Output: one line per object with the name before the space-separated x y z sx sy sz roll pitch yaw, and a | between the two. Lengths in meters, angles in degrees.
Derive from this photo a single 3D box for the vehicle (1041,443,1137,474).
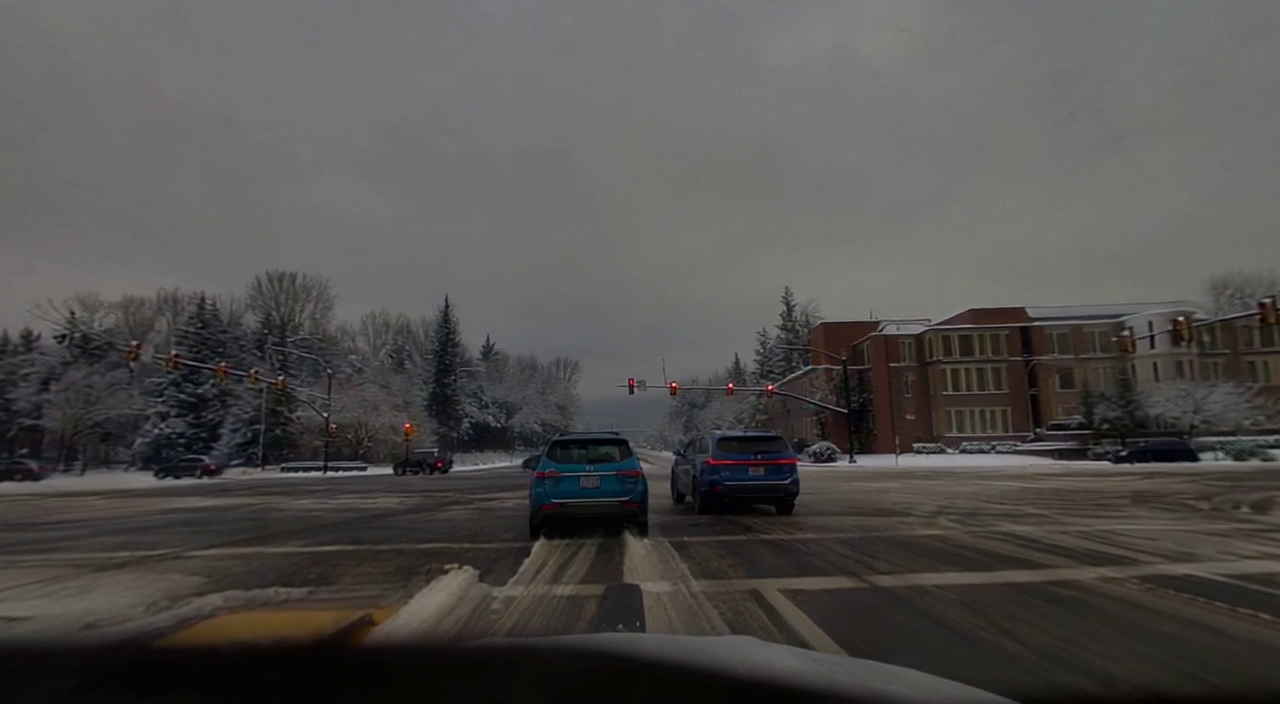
vehicle | 27.347 6.496 38.572 4.322 1.595 1.752 -4 -10 5

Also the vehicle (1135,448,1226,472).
vehicle | 35.698 7.114 41.753 4.446 1.530 1.728 0 -8 -2

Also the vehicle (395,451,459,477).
vehicle | -13.916 7.267 41.228 3.771 1.593 1.789 -5 -10 28

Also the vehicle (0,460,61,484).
vehicle | -45.231 8.746 46.091 4.097 1.705 1.804 0 -9 1

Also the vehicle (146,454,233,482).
vehicle | -29.020 7.435 40.747 4.318 1.712 2.188 -2 -9 14

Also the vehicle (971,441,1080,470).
vehicle | 25.918 6.964 42.642 5.895 1.921 2.150 0 -9 1

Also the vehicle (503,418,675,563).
vehicle | -0.799 1.963 9.691 2.039 1.698 4.144 1 -9 -6

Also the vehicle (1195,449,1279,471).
vehicle | 42.624 7.658 44.876 4.495 1.495 1.782 -1 -8 2

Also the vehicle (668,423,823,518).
vehicle | 2.137 2.602 14.393 2.228 1.798 4.370 1 -9 -8

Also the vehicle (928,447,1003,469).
vehicle | 24.918 8.132 48.463 4.587 1.634 2.078 0 -9 -1
